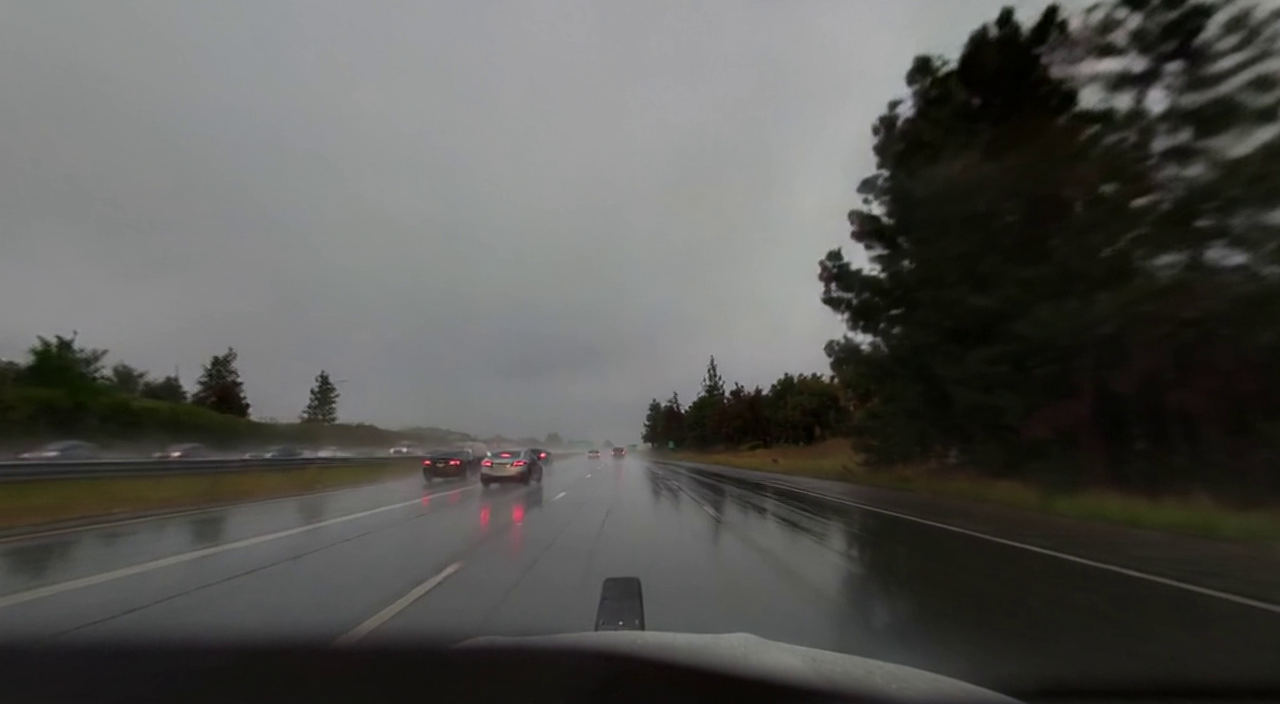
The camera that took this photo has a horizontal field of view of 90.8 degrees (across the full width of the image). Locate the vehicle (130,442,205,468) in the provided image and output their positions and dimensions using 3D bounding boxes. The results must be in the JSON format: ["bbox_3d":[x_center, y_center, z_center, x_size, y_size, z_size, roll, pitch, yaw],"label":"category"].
[{"bbox_3d":[-34.412,7.525,46.169,2.172,1.768,4.652,1,-9,-5],"label":"vehicle"}]

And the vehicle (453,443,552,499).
[{"bbox_3d":[-4.097,3.632,19.684,2.073,1.516,4.478,0,-9,0],"label":"vehicle"}]

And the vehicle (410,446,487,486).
[{"bbox_3d":[-7.978,4.778,26.751,2.023,1.519,4.150,0,-9,-1],"label":"vehicle"}]

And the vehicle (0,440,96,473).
[{"bbox_3d":[-33.182,5.781,35.024,1.959,1.681,4.590,0,-9,-2],"label":"vehicle"}]

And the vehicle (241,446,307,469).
[{"bbox_3d":[-25.347,7.319,43.935,1.886,1.467,4.643,0,-9,-1],"label":"vehicle"}]
